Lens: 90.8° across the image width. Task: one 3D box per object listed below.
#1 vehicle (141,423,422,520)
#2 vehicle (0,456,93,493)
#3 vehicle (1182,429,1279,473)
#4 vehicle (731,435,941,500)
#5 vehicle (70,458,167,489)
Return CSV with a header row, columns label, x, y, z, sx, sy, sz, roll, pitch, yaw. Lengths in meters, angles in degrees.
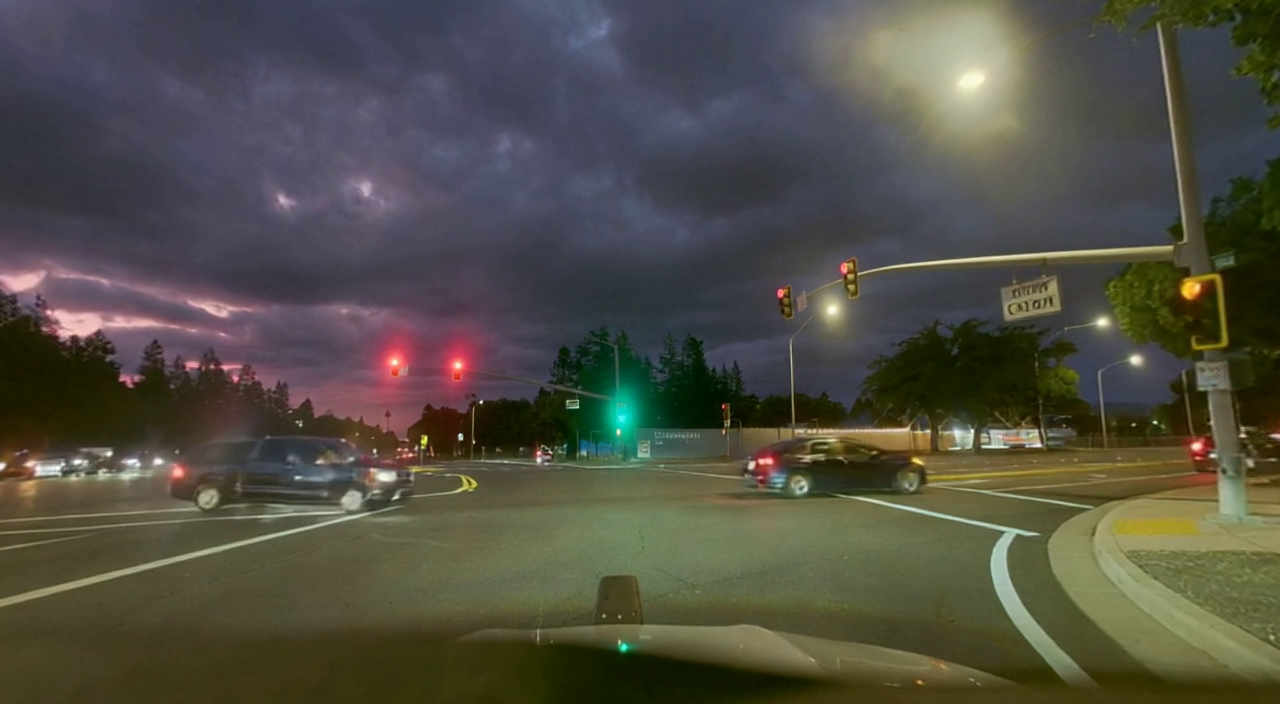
label,x,y,z,sx,sy,sz,roll,pitch,yaw
vehicle,-8.424,2.749,14.933,5.896,1.937,2.358,-3,-9,19
vehicle,-31.187,6.264,32.641,2.142,1.723,4.692,1,-9,-9
vehicle,23.827,3.940,25.328,4.281,1.621,1.903,5,-10,-33
vehicle,4.940,2.895,16.146,4.728,1.471,1.957,2,-9,-14
vehicle,-28.377,6.611,34.600,1.965,1.448,4.553,1,-9,-9
